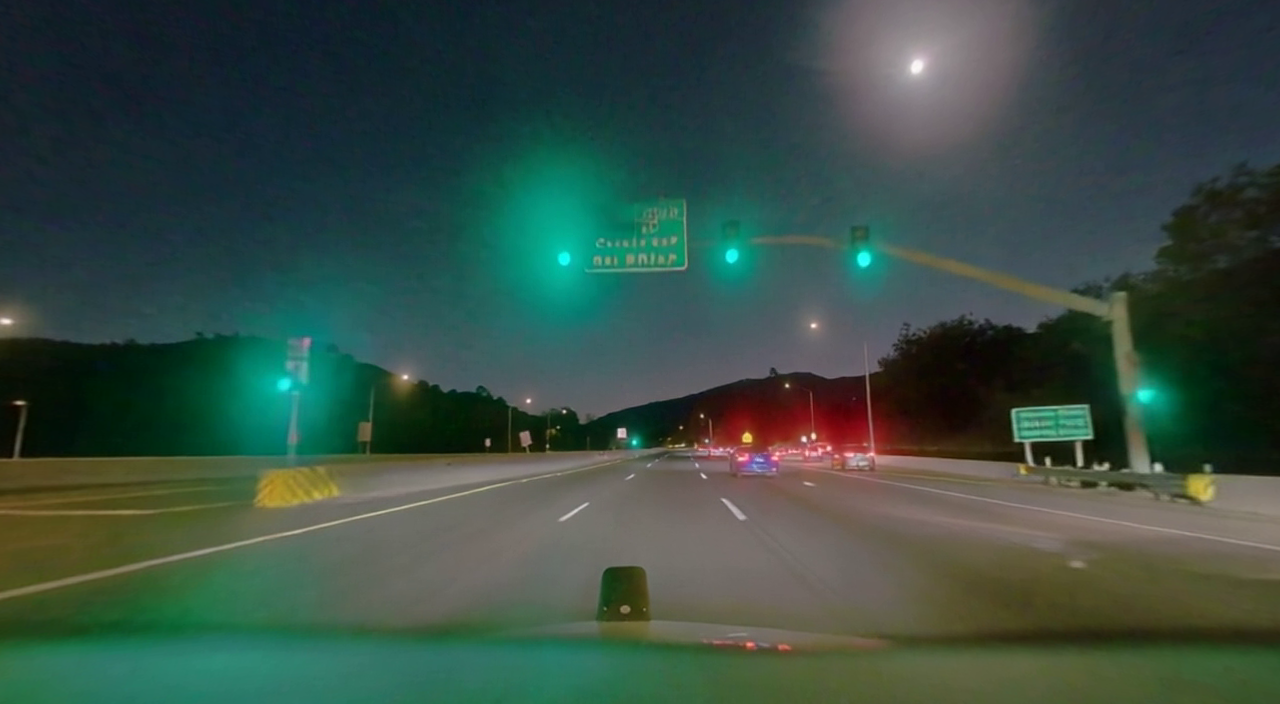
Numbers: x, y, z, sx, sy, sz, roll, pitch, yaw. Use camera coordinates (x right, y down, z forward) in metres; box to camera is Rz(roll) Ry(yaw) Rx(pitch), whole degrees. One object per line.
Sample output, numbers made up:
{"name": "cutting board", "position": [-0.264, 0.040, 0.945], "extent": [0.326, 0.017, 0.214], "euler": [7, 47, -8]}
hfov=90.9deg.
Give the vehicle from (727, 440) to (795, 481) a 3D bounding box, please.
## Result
{"name": "vehicle", "position": [4.663, 4.253, 24.993], "extent": [1.916, 1.469, 4.481], "euler": [0, -8, 1]}
